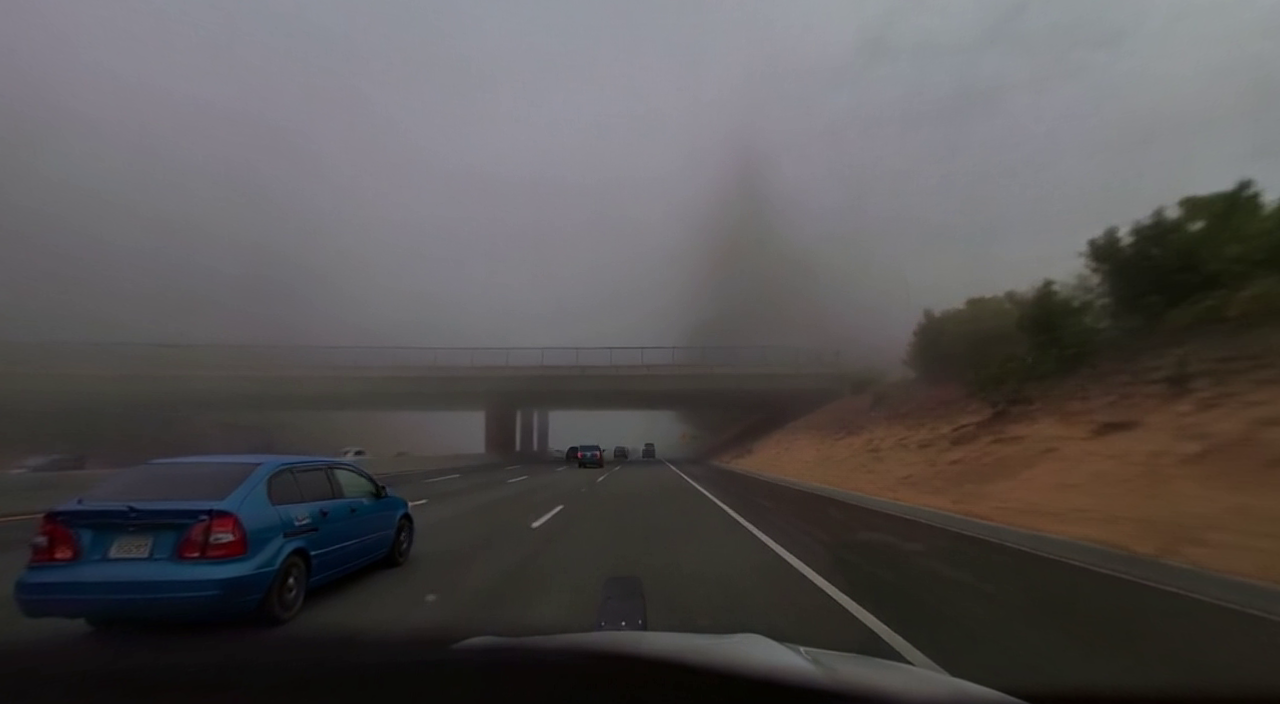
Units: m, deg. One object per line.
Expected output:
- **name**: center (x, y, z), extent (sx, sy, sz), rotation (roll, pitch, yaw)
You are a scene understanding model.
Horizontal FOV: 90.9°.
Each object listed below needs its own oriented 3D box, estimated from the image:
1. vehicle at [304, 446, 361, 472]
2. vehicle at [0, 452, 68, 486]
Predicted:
- **vehicle**: center (-16.592, 5.771, 34.191), extent (1.441, 1.325, 3.178), rotation (0, -8, 0)
- **vehicle**: center (-27.954, 5.169, 28.012), extent (1.644, 1.420, 3.518), rotation (-1, -8, 2)
